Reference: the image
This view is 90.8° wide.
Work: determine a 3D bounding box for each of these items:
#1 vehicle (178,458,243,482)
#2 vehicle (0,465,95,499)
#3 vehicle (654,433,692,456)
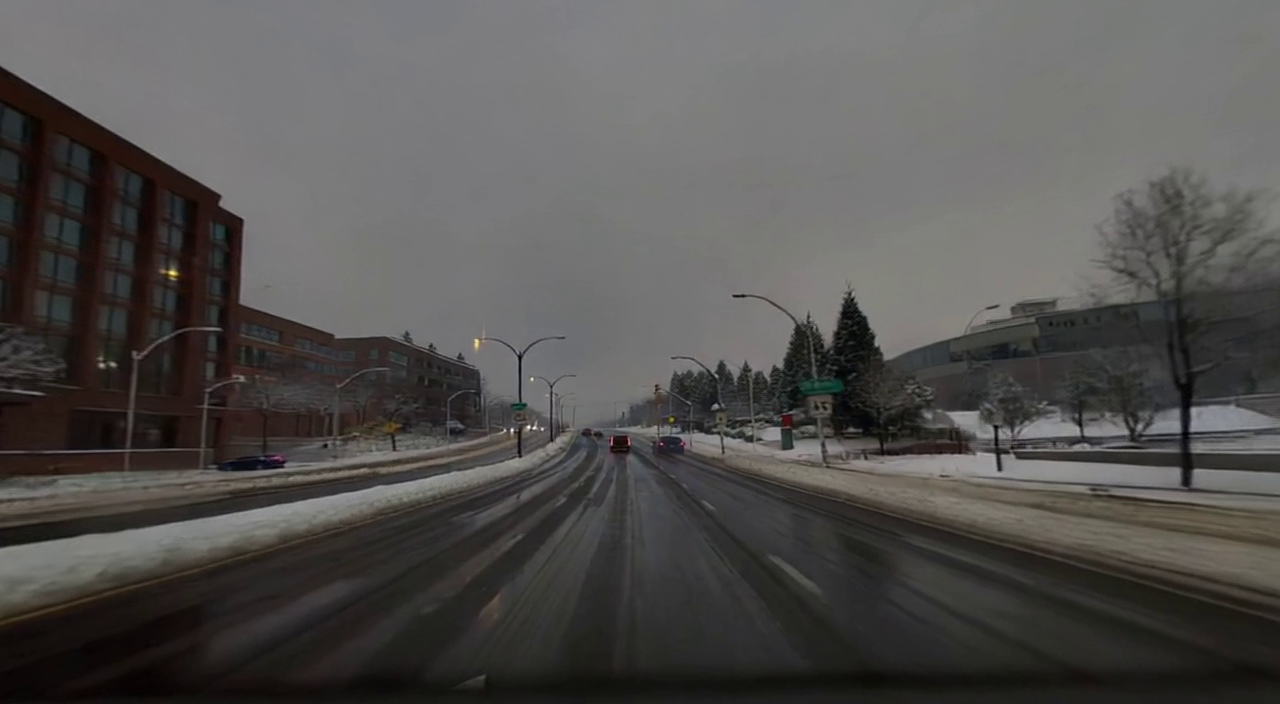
[{"bbox_3d":[-29.948,8.212,44.198,1.764,1.476,4.121,-1,-9,-3],"label":"vehicle"},{"bbox_3d":[-29.679,6.401,31.286,1.732,1.427,4.059,-1,-9,0],"label":"vehicle"},{"bbox_3d":[2.188,6.346,43.258,2.090,1.506,4.382,0,-8,-3],"label":"vehicle"}]
